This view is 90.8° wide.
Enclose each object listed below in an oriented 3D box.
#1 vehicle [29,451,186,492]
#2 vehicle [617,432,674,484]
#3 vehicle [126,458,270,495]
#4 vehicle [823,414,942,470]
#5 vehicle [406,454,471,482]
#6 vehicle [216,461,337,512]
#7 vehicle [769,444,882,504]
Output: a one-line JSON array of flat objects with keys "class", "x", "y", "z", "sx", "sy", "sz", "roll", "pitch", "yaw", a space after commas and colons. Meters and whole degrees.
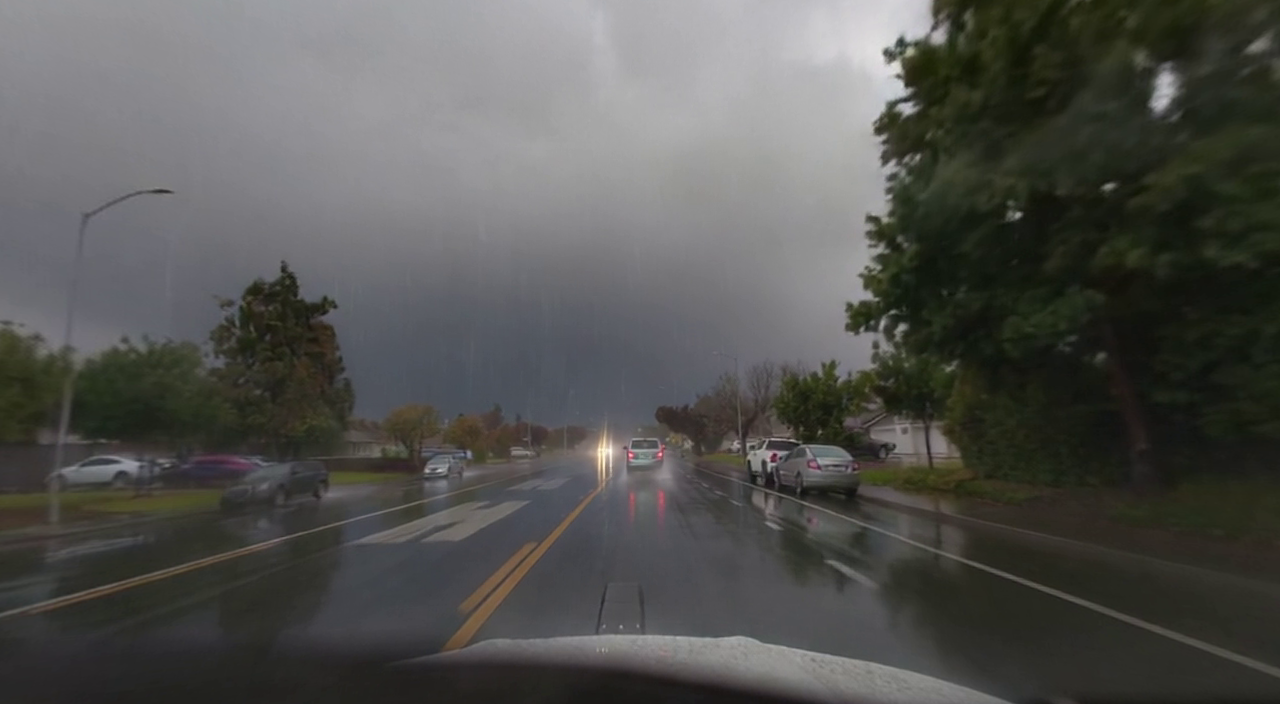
[{"class": "vehicle", "x": -24.755, "y": 5.565, "z": 29.544, "sx": 5.278, "sy": 1.780, "sz": 2.246, "roll": 0, "pitch": -9, "yaw": 0}, {"class": "vehicle", "x": 0.179, "y": 4.378, "z": 26.439, "sx": 2.153, "sy": 1.942, "sz": 4.767, "roll": 0, "pitch": -9, "yaw": 0}, {"class": "vehicle", "x": -19.115, "y": 5.402, "z": 27.498, "sx": 4.801, "sy": 1.478, "sz": 1.883, "roll": 0, "pitch": -9, "yaw": -2}, {"class": "vehicle", "x": 11.895, "y": 4.464, "z": 31.309, "sx": 4.855, "sy": 2.572, "sz": 2.358, "roll": -1, "pitch": -8, "yaw": -1}, {"class": "vehicle", "x": -12.438, "y": 7.205, "z": 39.493, "sx": 2.192, "sy": 1.541, "sz": 5.391, "roll": -1, "pitch": -9, "yaw": 1}, {"class": "vehicle", "x": -12.261, "y": 4.513, "z": 21.631, "sx": 1.920, "sy": 1.476, "sz": 3.826, "roll": 0, "pitch": -9, "yaw": -1}, {"class": "vehicle", "x": 5.064, "y": 3.356, "z": 17.892, "sx": 1.902, "sy": 1.472, "sz": 4.139, "roll": 0, "pitch": -9, "yaw": -1}]
